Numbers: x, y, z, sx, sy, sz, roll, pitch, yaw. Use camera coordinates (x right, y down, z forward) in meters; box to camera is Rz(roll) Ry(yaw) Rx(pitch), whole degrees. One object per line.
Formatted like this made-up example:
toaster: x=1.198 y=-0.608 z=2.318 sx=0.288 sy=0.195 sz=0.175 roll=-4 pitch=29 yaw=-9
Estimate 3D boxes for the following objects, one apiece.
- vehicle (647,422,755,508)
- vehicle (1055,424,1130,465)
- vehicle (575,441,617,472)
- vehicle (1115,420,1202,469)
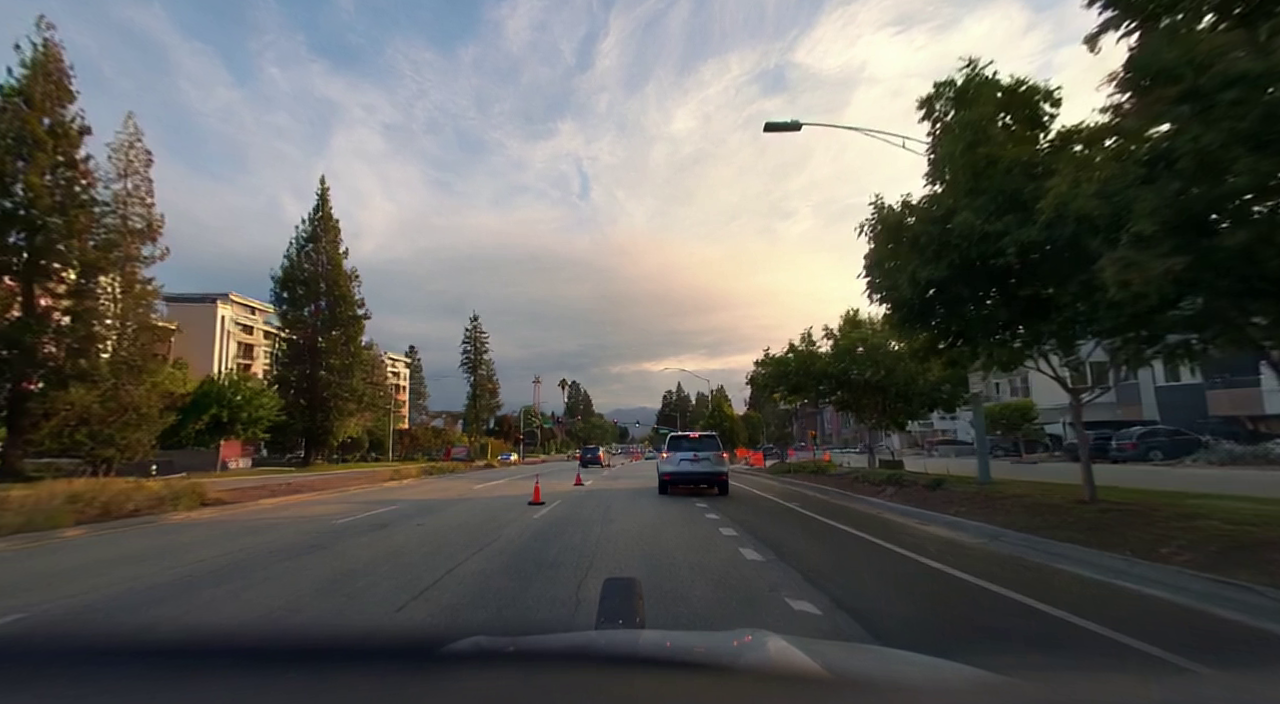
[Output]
vehicle: x=1.340 y=2.770 z=15.921 sx=2.197 sy=1.835 sz=4.316 roll=0 pitch=-8 yaw=-1
vehicle: x=20.475 y=4.165 z=28.484 sx=1.960 sy=1.678 sz=4.435 roll=-8 pitch=-12 yaw=44
vehicle: x=-2.499 y=6.036 z=36.751 sx=2.121 sy=1.654 sz=3.993 roll=0 pitch=-8 yaw=1
vehicle: x=20.066 y=3.563 z=24.372 sx=4.367 sy=1.684 sz=1.937 roll=8 pitch=-11 yaw=-44
